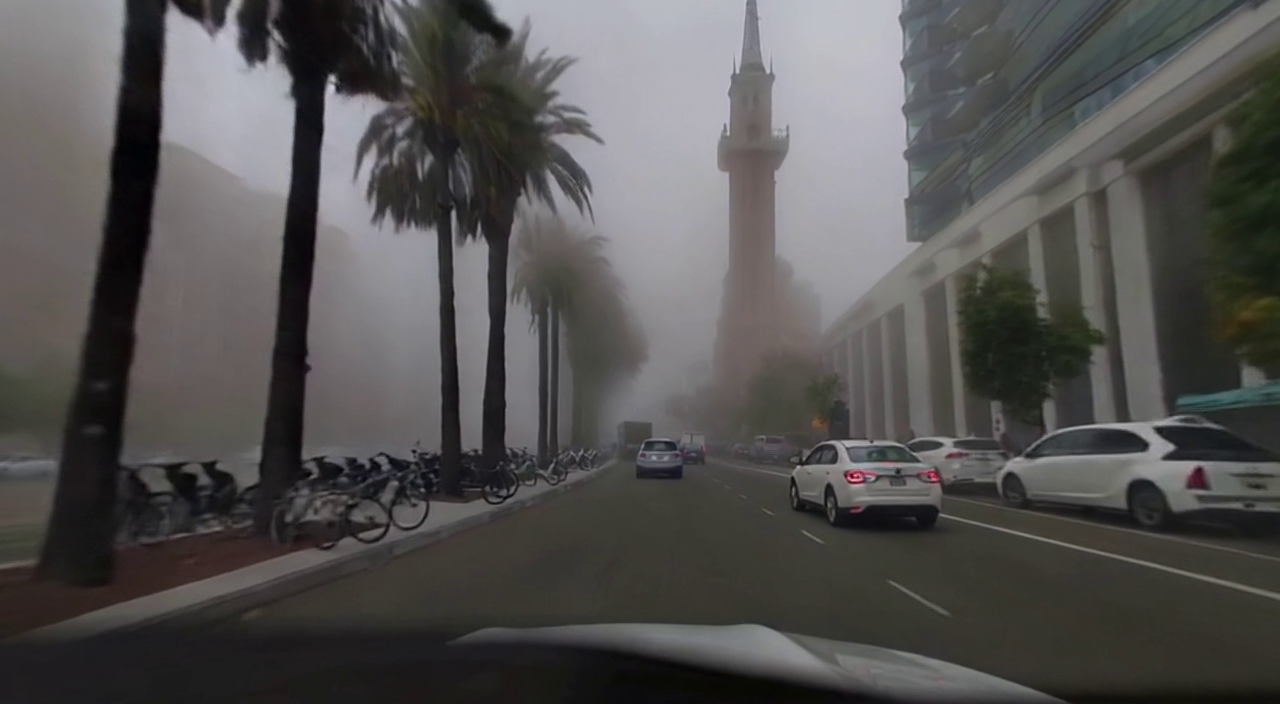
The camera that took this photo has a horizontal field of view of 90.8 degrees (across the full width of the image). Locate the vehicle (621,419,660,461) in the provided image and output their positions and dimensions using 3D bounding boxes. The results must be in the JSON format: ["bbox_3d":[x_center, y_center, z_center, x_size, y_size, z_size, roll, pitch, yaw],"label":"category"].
[{"bbox_3d":[-0.054,6.516,46.604,2.400,2.872,6.053,0,-8,-4],"label":"vehicle"}]

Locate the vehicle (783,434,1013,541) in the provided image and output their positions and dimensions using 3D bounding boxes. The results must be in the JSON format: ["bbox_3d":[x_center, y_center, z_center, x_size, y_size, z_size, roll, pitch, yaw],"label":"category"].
[{"bbox_3d":[4.229,2.280,11.425,2.116,1.500,4.702,0,-8,-1],"label":"vehicle"}]

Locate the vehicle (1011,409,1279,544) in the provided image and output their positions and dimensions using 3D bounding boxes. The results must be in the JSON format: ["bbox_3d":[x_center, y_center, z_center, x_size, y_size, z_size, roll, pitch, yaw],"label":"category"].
[{"bbox_3d":[9.302,2.161,11.666,2.041,1.941,4.884,0,-8,2],"label":"vehicle"}]

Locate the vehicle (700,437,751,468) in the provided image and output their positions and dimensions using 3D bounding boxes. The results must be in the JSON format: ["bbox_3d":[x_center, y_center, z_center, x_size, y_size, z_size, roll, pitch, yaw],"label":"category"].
[{"bbox_3d":[4.743,5.646,35.689,1.981,1.572,4.718,0,-8,-3],"label":"vehicle"}]

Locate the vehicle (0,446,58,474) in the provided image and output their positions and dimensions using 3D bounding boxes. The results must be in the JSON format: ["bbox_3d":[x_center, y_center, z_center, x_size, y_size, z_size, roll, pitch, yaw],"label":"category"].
[{"bbox_3d":[-41.522,7.108,41.850,2.006,1.732,4.736,1,-8,-10],"label":"vehicle"}]

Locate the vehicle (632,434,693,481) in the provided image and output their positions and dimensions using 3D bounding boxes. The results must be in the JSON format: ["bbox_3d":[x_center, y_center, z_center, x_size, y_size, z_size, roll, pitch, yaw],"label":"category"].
[{"bbox_3d":[0.798,3.931,23.721,2.111,1.605,3.832,0,-8,1],"label":"vehicle"}]
